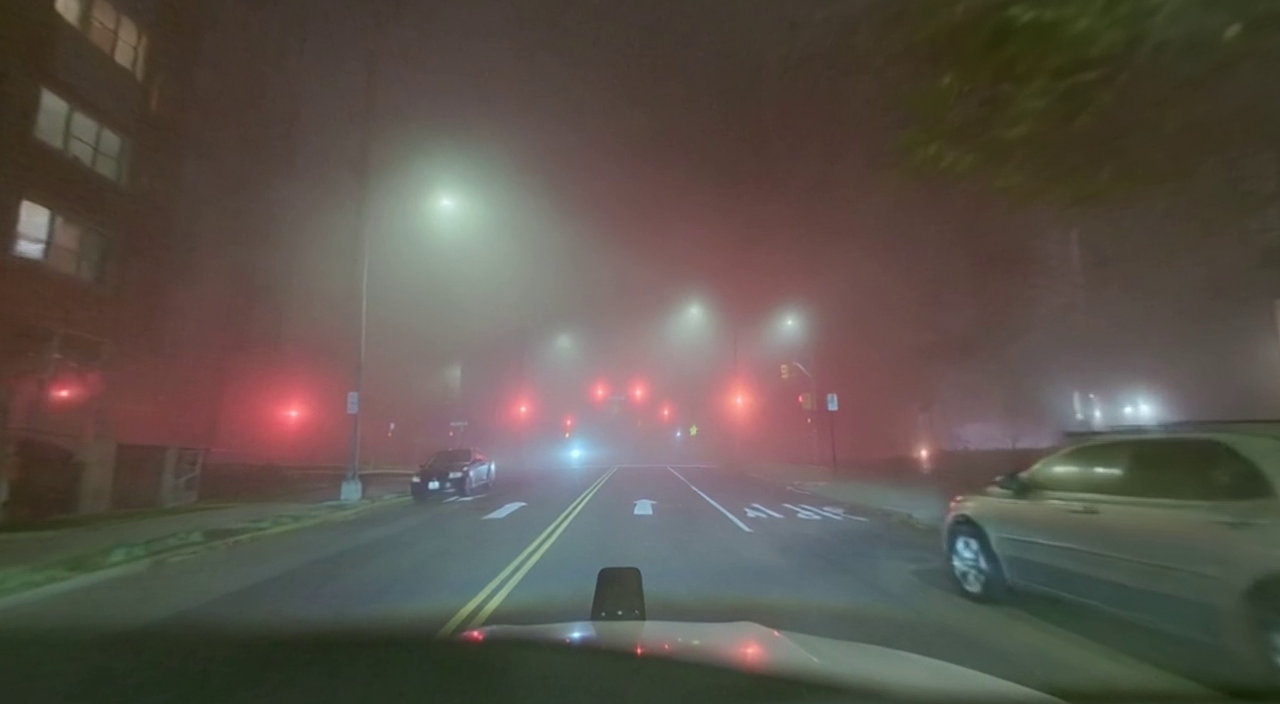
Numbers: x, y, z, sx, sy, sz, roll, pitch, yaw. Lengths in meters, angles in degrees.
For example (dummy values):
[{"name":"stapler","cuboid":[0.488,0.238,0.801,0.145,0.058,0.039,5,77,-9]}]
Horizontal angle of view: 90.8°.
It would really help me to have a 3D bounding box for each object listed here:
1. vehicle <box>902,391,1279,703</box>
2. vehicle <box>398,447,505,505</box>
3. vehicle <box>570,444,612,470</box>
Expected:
[{"name":"vehicle","cuboid":[4.015,1.231,4.403,2.082,1.662,4.753,0,-8,-4]},{"name":"vehicle","cuboid":[-5.783,3.811,19.972,1.947,1.473,4.397,-4,-8,1]},{"name":"vehicle","cuboid":[-2.753,6.044,36.641,2.029,1.438,4.313,0,-8,1]}]
